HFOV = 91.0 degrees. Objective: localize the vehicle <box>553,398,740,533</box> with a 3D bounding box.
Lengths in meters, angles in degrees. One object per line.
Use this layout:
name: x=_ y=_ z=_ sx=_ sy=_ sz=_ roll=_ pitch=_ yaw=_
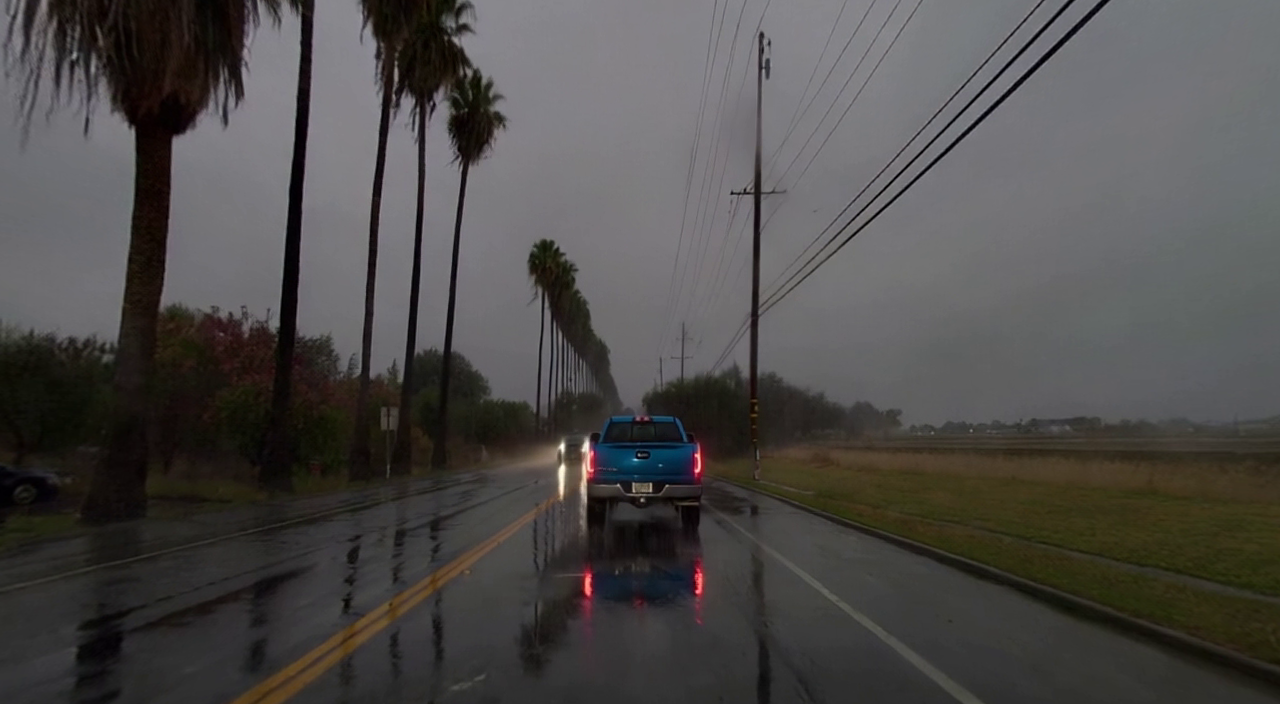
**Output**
vehicle: x=0.068 y=2.146 z=12.470 sx=2.803 sy=2.005 sz=5.885 roll=0 pitch=-8 yaw=-1
